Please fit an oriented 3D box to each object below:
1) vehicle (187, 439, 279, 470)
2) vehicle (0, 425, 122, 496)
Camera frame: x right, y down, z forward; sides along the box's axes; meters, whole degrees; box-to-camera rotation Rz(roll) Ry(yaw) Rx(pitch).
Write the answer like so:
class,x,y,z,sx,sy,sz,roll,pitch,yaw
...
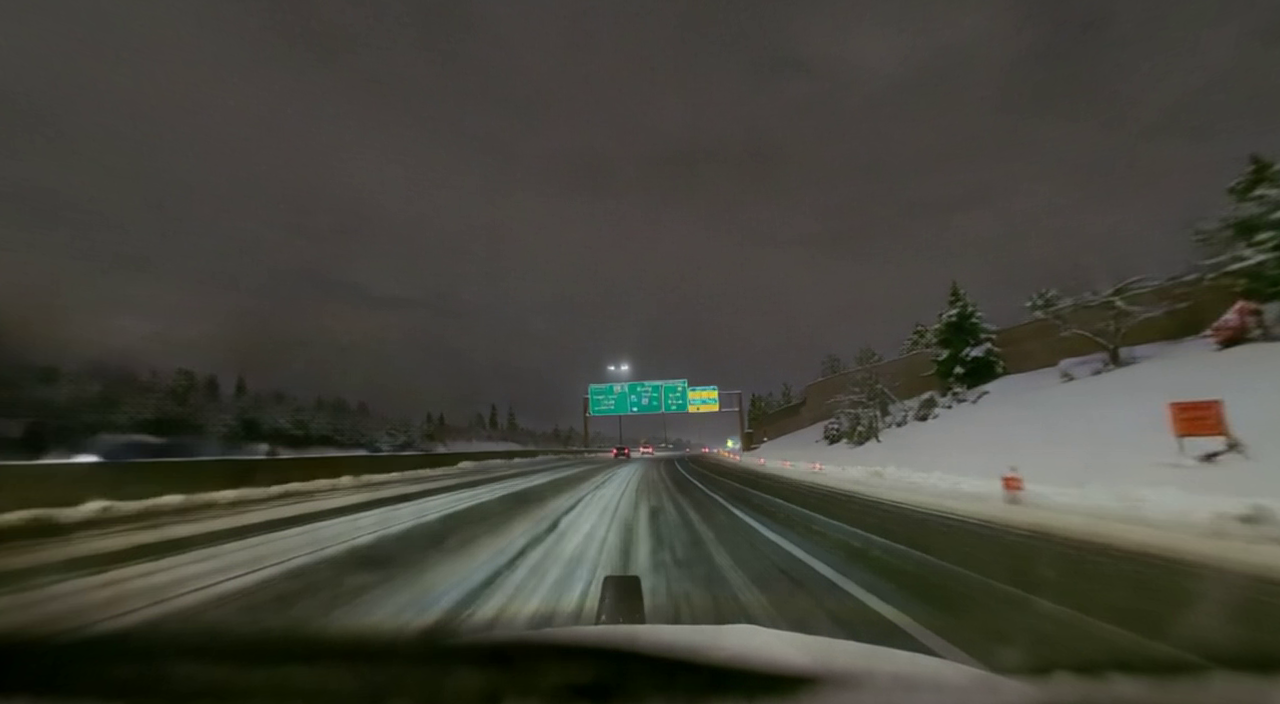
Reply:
class,x,y,z,sx,sy,sz,roll,pitch,yaw
vehicle,-26.311,6.644,40.993,2.248,1.848,5.472,0,-9,1
vehicle,-16.151,2.716,15.845,2.081,1.656,4.819,0,-9,0
